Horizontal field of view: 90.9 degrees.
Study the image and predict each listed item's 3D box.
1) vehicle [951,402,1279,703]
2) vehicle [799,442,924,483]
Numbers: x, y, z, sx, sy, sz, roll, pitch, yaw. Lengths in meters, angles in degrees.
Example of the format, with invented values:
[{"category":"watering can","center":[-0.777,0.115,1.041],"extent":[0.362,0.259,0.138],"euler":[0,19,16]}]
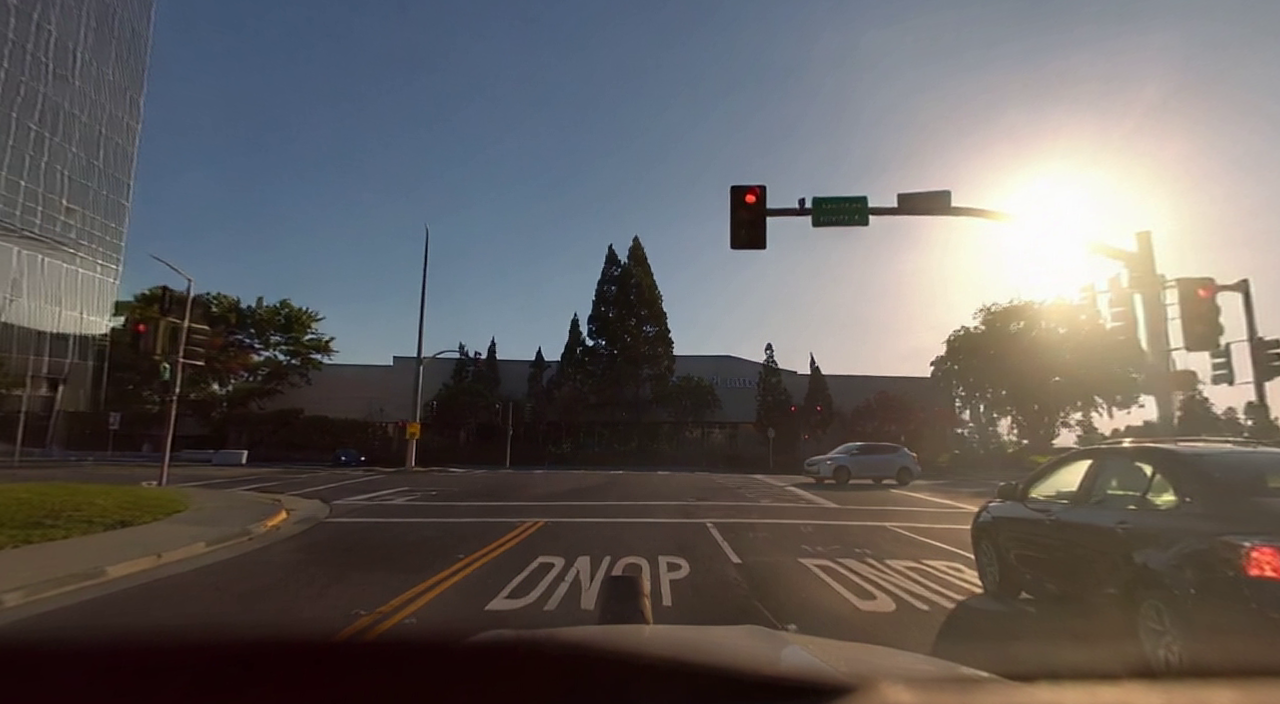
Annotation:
[{"category":"vehicle","center":[3.957,1.177,3.834],"extent":[2.036,1.583,4.911],"euler":[-1,-8,6]},{"category":"vehicle","center":[9.630,4.781,27.567],"extent":[4.715,1.671,2.030],"euler":[1,-9,-10]}]
